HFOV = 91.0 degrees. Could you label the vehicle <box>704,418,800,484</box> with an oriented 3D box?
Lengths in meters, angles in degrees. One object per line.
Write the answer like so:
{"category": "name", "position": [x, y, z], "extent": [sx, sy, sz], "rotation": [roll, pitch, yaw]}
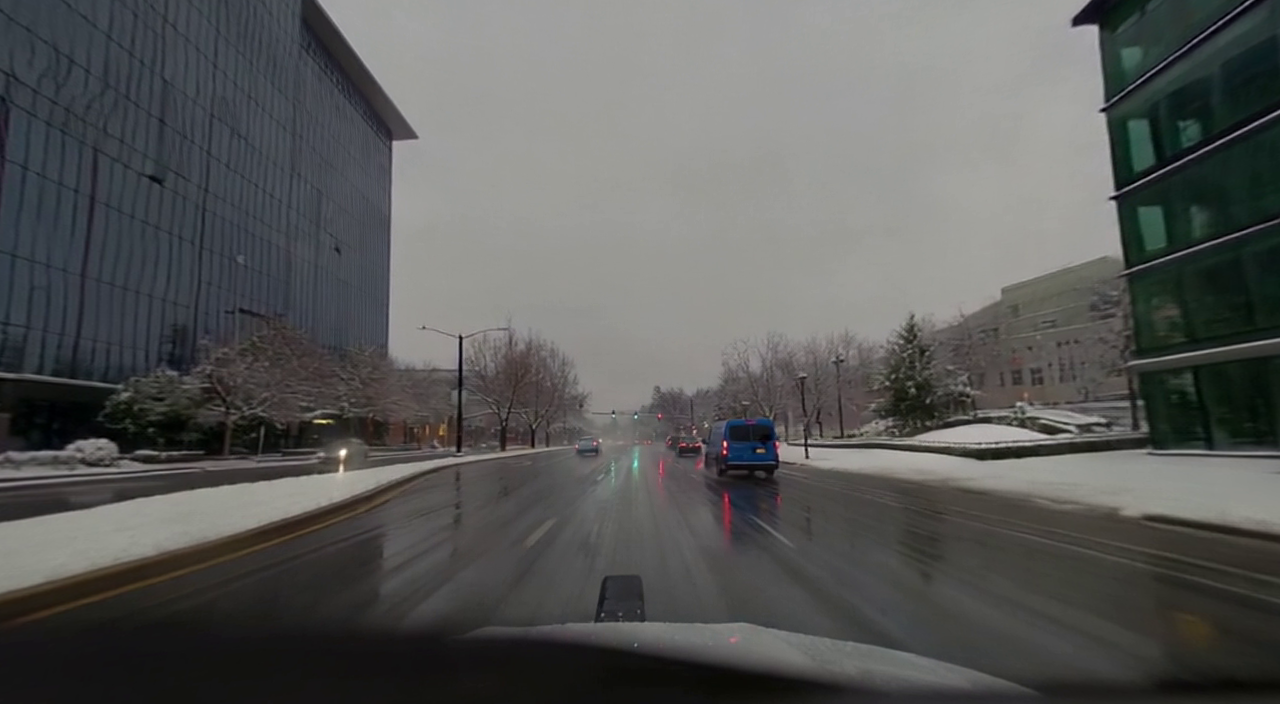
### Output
{"category": "vehicle", "position": [3.531, 3.262, 20.961], "extent": [2.200, 1.914, 5.145], "rotation": [0, -8, -1]}

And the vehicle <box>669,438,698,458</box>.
{"category": "vehicle", "position": [3.398, 7.554, 49.497], "extent": [1.867, 1.493, 4.190], "rotation": [0, -8, -1]}

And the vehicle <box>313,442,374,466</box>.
{"category": "vehicle", "position": [-19.906, 6.842, 42.444], "extent": [1.836, 1.512, 4.493], "rotation": [0, -8, 1]}

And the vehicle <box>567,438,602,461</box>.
{"category": "vehicle", "position": [-3.598, 6.445, 41.639], "extent": [1.864, 1.464, 4.195], "rotation": [0, -8, 1]}
